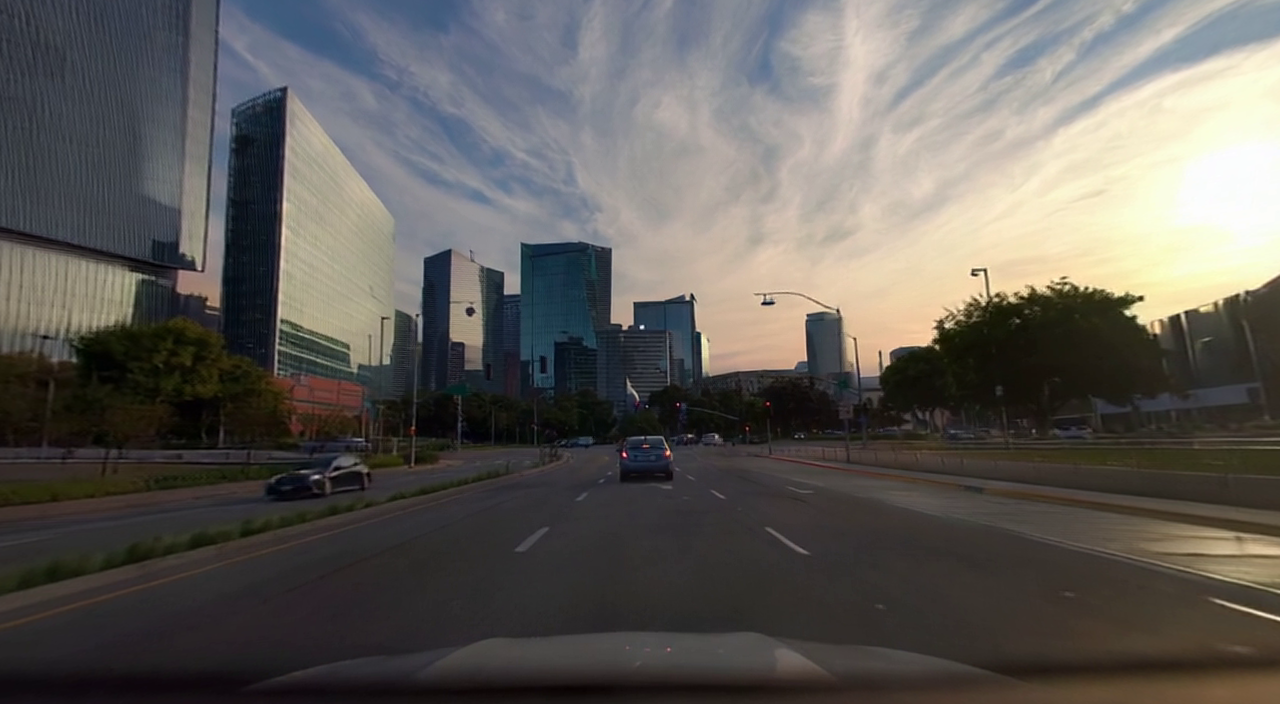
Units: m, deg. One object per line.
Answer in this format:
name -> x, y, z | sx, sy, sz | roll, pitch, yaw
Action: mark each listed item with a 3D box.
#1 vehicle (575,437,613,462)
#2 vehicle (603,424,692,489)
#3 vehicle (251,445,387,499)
vehicle -> -2.999, 6.469, 41.850 | 2.103, 1.569, 3.861 | 0, -9, 2
vehicle -> 0.221, 3.419, 20.845 | 2.601, 1.878, 4.535 | 0, -9, 0
vehicle -> -10.408, 3.900, 20.900 | 1.967, 1.552, 4.536 | -1, -9, 3
